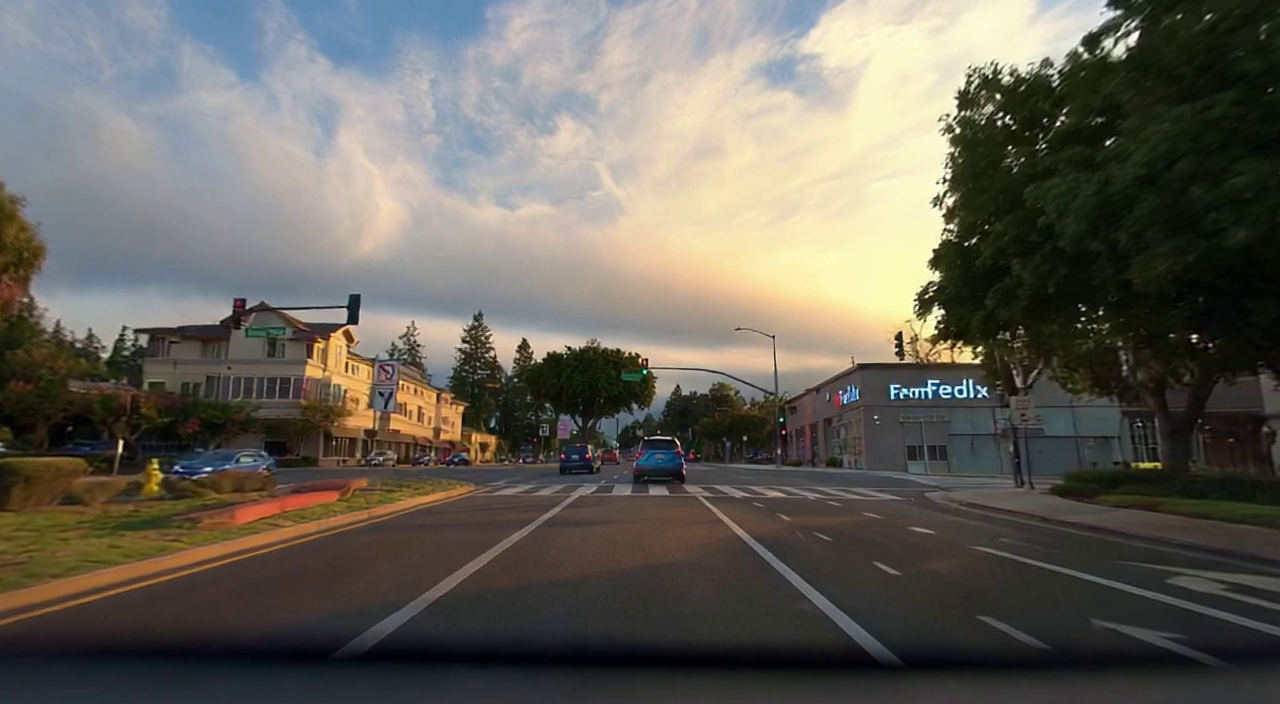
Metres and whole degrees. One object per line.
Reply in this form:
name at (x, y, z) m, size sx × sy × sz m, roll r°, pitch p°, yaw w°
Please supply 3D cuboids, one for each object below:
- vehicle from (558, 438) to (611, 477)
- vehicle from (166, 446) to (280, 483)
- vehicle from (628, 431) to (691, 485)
vehicle at (-2.782, 5.426, 32.831) m, size 2.202 × 1.856 × 4.516 m, roll 0°, pitch -9°, yaw 2°
vehicle at (-18.939, 5.115, 29.040) m, size 1.950 × 1.512 × 4.794 m, roll 0°, pitch -9°, yaw 0°
vehicle at (0.749, 4.220, 25.405) m, size 2.273 × 1.909 × 5.075 m, roll 0°, pitch -9°, yaw 1°
